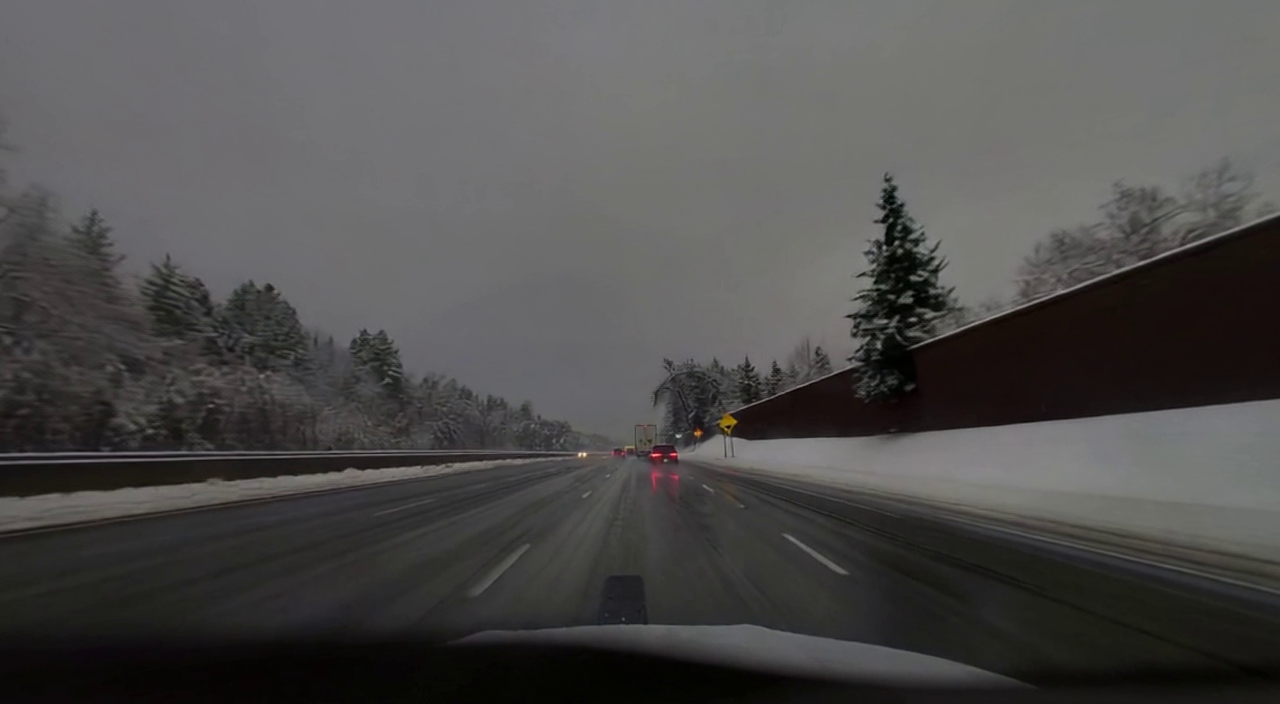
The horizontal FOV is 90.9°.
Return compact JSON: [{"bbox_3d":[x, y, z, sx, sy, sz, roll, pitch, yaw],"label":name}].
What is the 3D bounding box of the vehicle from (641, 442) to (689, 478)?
[{"bbox_3d":[1.088,5.023,29.415,1.973,1.536,4.337,0,-9,-1],"label":"vehicle"}]
